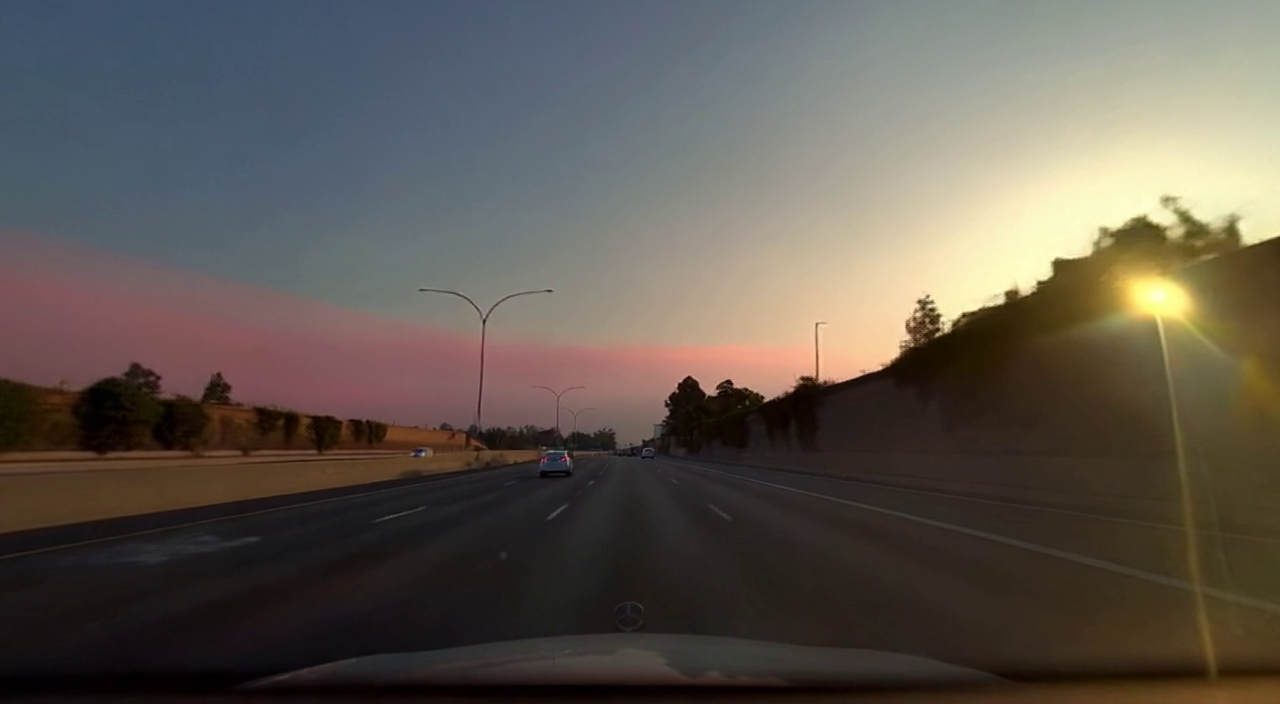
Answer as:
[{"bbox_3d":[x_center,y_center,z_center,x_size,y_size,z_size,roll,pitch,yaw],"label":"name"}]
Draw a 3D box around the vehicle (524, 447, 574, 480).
[{"bbox_3d":[-4.495,5.552,31.732,2.014,1.481,4.156,0,-8,-2],"label":"vehicle"}]
